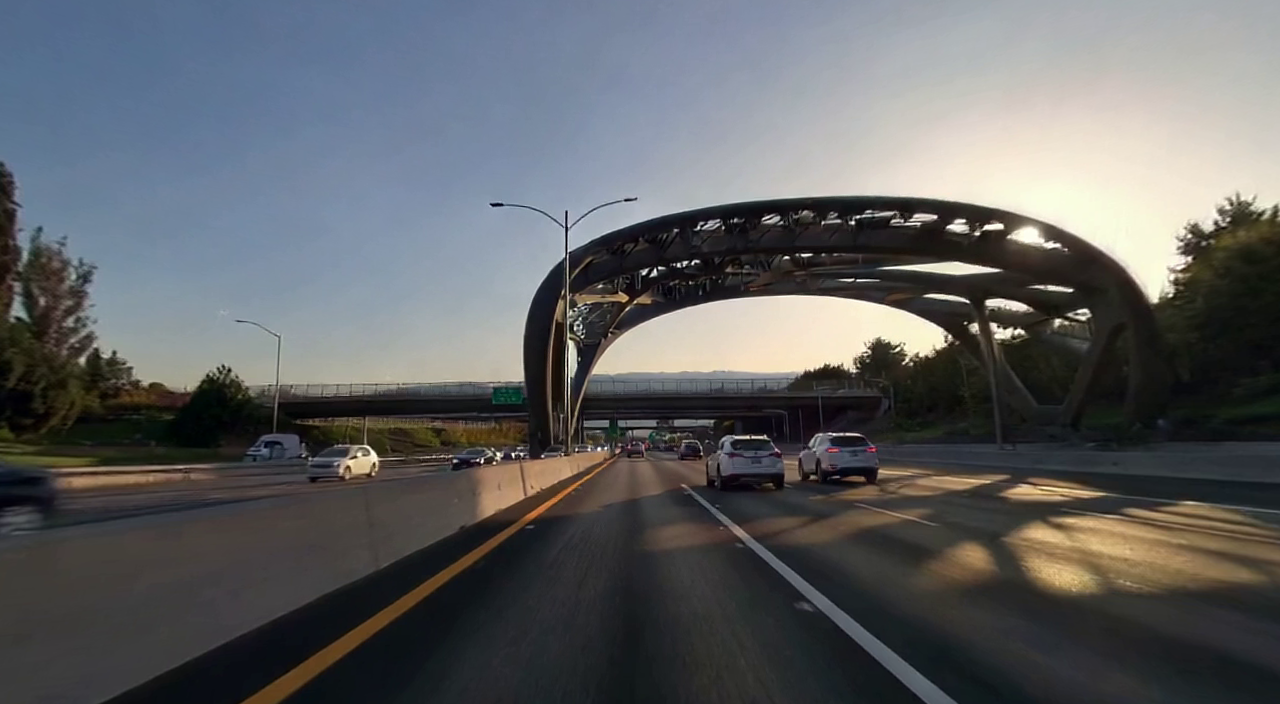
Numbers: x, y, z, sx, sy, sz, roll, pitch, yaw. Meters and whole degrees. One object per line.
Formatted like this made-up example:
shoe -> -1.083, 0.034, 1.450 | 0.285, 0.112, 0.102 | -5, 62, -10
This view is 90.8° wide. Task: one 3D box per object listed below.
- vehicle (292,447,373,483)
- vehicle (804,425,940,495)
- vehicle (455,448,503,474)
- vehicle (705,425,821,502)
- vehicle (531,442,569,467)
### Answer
vehicle -> -16.970, 6.216, 35.202 | 2.130, 1.820, 4.796 | 0, -9, 0
vehicle -> 6.634, 3.158, 18.809 | 2.040, 1.801, 4.959 | 0, -9, -2
vehicle -> -9.901, 6.708, 39.106 | 1.828, 1.437, 4.329 | 0, -9, 0
vehicle -> 3.005, 2.845, 16.467 | 2.059, 1.711, 4.302 | 0, -9, -1
vehicle -> -6.336, 7.291, 45.003 | 2.019, 1.633, 4.367 | 0, -9, 0
